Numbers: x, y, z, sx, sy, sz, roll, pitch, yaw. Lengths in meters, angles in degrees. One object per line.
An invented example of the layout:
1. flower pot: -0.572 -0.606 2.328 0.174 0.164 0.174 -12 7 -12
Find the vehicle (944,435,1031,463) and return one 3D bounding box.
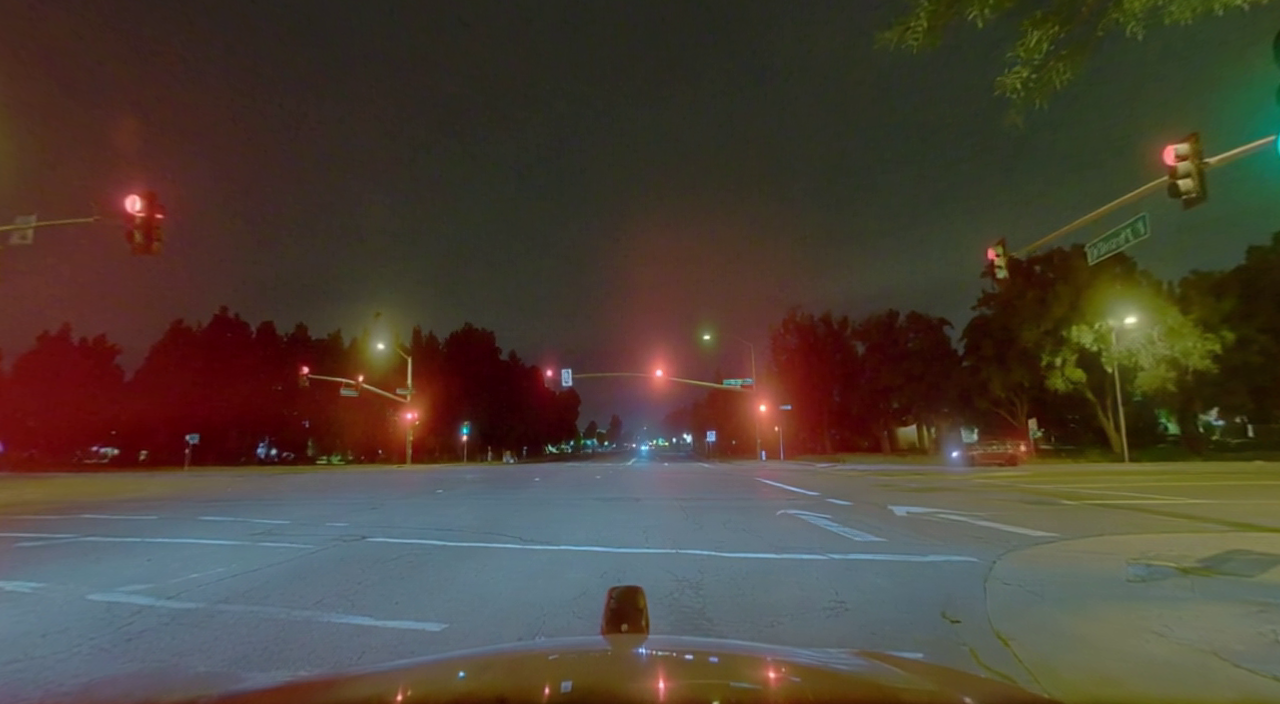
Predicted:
1. vehicle: 18.903 5.290 34.480 3.952 1.468 1.768 -4 -9 22

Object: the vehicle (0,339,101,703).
1. vehicle: -3.264 0.532 0.410 1.954 1.689 4.347 0 -8 0
